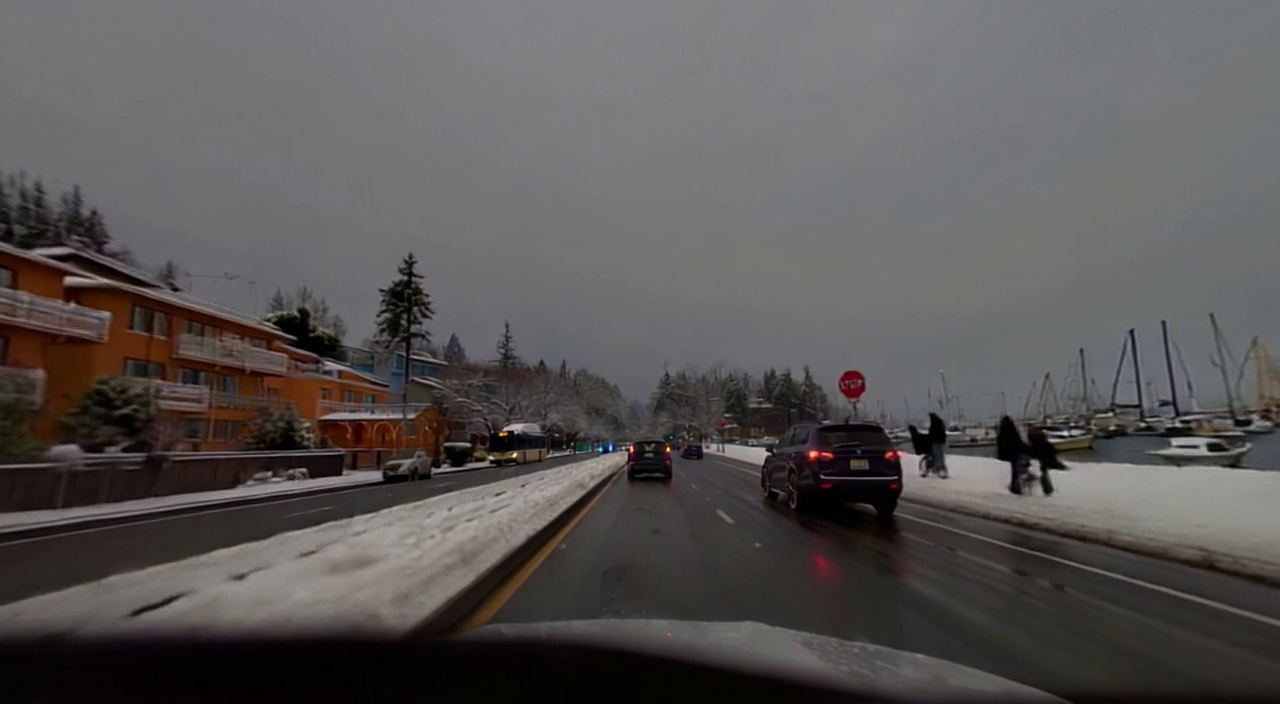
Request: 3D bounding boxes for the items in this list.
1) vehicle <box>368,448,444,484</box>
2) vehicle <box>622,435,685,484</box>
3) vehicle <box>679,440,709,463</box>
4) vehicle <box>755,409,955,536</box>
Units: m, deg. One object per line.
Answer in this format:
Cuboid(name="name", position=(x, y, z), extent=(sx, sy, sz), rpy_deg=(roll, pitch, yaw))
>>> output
Cuboid(name="vehicle", position=(-10.301, 5.023, 28.041), extent=(1.731, 1.489, 3.841), rpy_deg=(-1, -9, 3))
Cuboid(name="vehicle", position=(0.443, 3.937, 23.236), extent=(2.132, 1.632, 3.838), rpy_deg=(0, -9, 0))
Cuboid(name="vehicle", position=(4.025, 7.461, 47.374), extent=(1.876, 1.626, 3.851), rpy_deg=(0, -9, -1))
Cuboid(name="vehicle", position=(3.499, 2.065, 11.336), extent=(2.000, 1.809, 4.405), rpy_deg=(0, -9, 0))
